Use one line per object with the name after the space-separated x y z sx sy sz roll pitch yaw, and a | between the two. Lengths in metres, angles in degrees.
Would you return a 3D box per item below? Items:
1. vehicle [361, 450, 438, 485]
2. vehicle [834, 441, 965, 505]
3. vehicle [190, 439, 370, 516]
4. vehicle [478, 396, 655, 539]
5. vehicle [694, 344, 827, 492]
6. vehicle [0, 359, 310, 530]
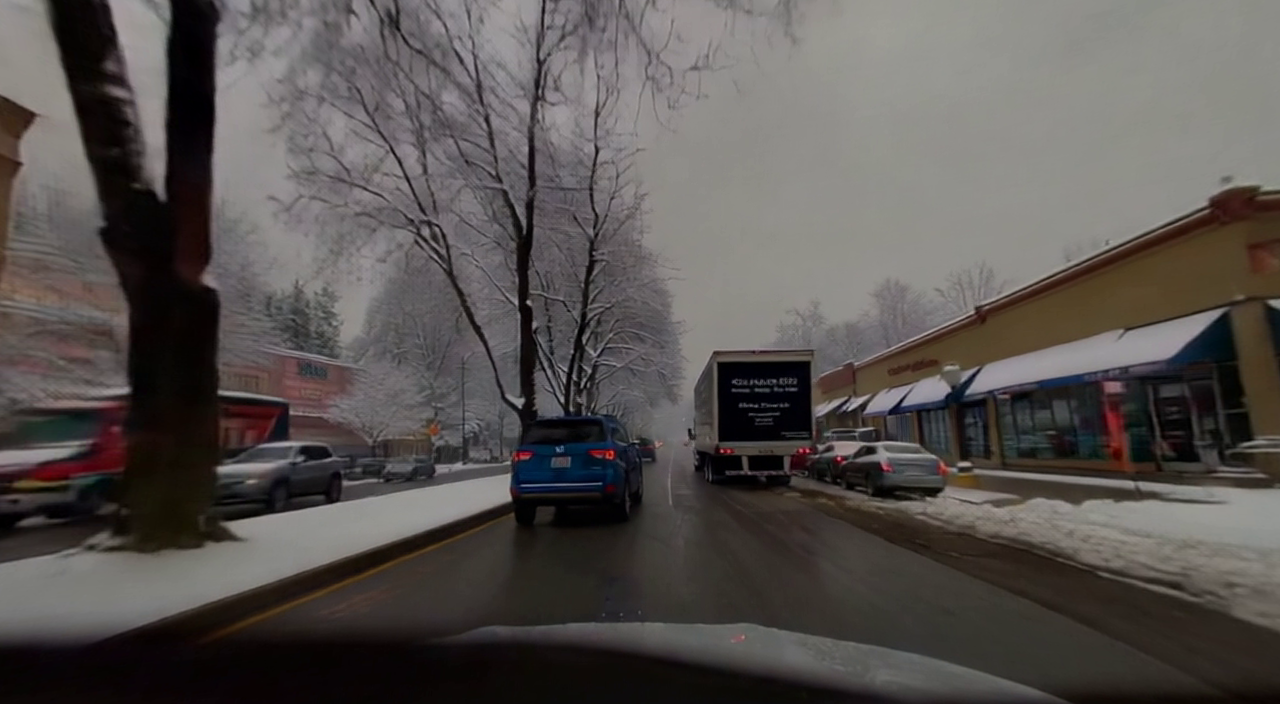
-11.850 5.693 31.470 1.966 1.442 4.466 -4 -9 2 | vehicle
6.839 3.201 17.180 1.929 1.522 4.158 -1 -9 2 | vehicle
-9.034 3.150 16.416 1.903 1.684 4.398 -1 -9 3 | vehicle
-1.021 2.031 11.621 2.293 2.036 4.853 -1 -9 5 | vehicle
3.958 2.818 24.468 3.007 4.206 12.913 0 -8 2 | vehicle
-12.625 2.505 17.226 3.027 3.656 7.024 -1 -9 4 | vehicle
